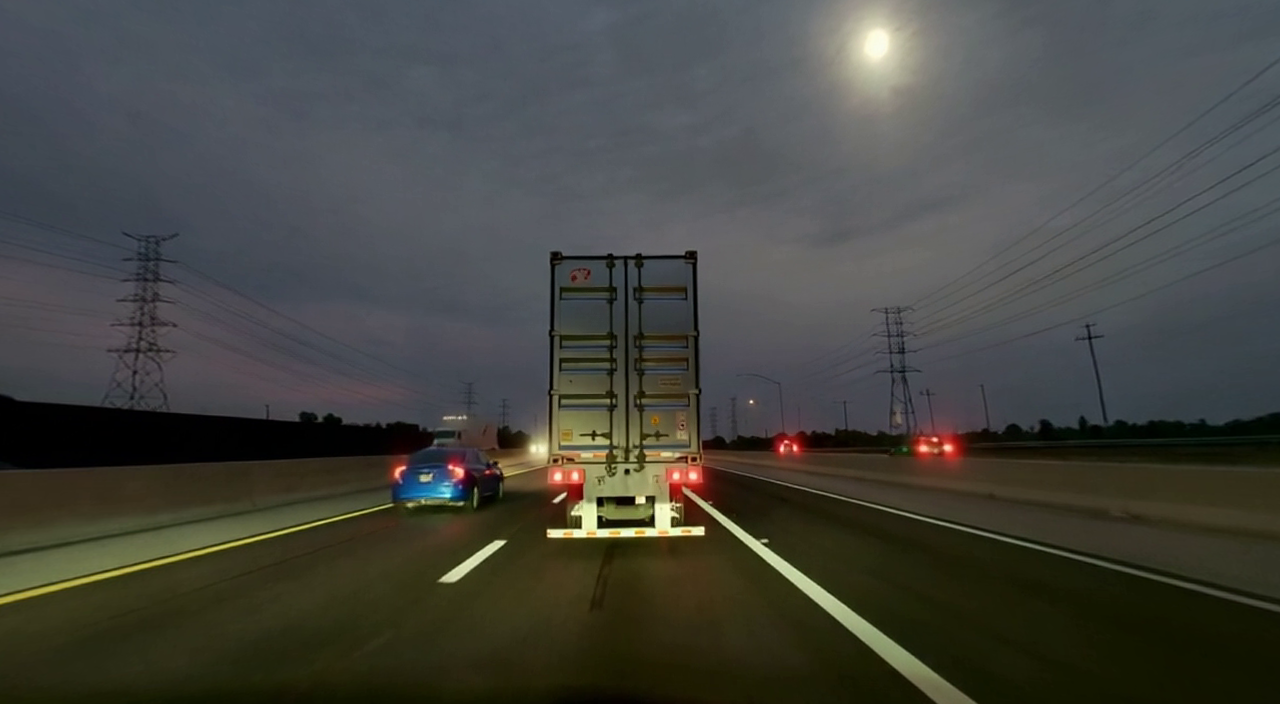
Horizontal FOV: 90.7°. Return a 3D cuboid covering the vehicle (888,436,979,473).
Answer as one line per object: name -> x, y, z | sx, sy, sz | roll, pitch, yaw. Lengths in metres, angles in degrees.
vehicle -> 13.412, 4.709, 29.276 | 2.020, 1.546, 4.336 | 0, -9, -2

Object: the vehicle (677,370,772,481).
vehicle -> 3.397, 3.441, 28.432 | 2.846, 4.053, 10.304 | -1, -9, 0

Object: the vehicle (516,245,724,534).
vehicle -> -0.325, 1.356, 14.911 | 2.841, 4.071, 12.046 | 0, -9, 0

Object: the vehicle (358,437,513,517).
vehicle -> -4.322, 2.710, 14.280 | 1.993, 1.475, 4.540 | 0, -9, 0
